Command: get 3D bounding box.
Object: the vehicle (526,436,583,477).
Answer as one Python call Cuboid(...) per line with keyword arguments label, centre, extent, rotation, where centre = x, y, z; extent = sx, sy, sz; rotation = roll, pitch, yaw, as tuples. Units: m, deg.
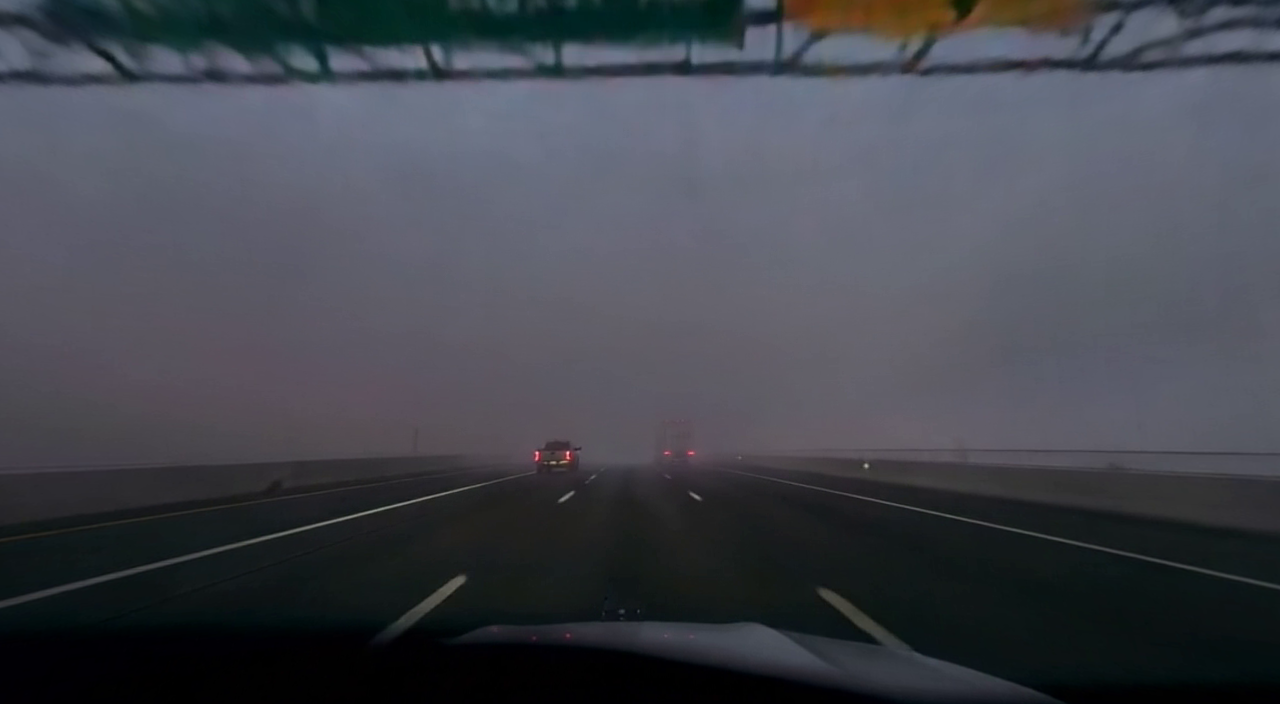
Cuboid(label="vehicle", centre=(-4.137, 5.155, 31.173), extent=(2.173, 1.857, 4.800), rotation=(0, -9, 0))
